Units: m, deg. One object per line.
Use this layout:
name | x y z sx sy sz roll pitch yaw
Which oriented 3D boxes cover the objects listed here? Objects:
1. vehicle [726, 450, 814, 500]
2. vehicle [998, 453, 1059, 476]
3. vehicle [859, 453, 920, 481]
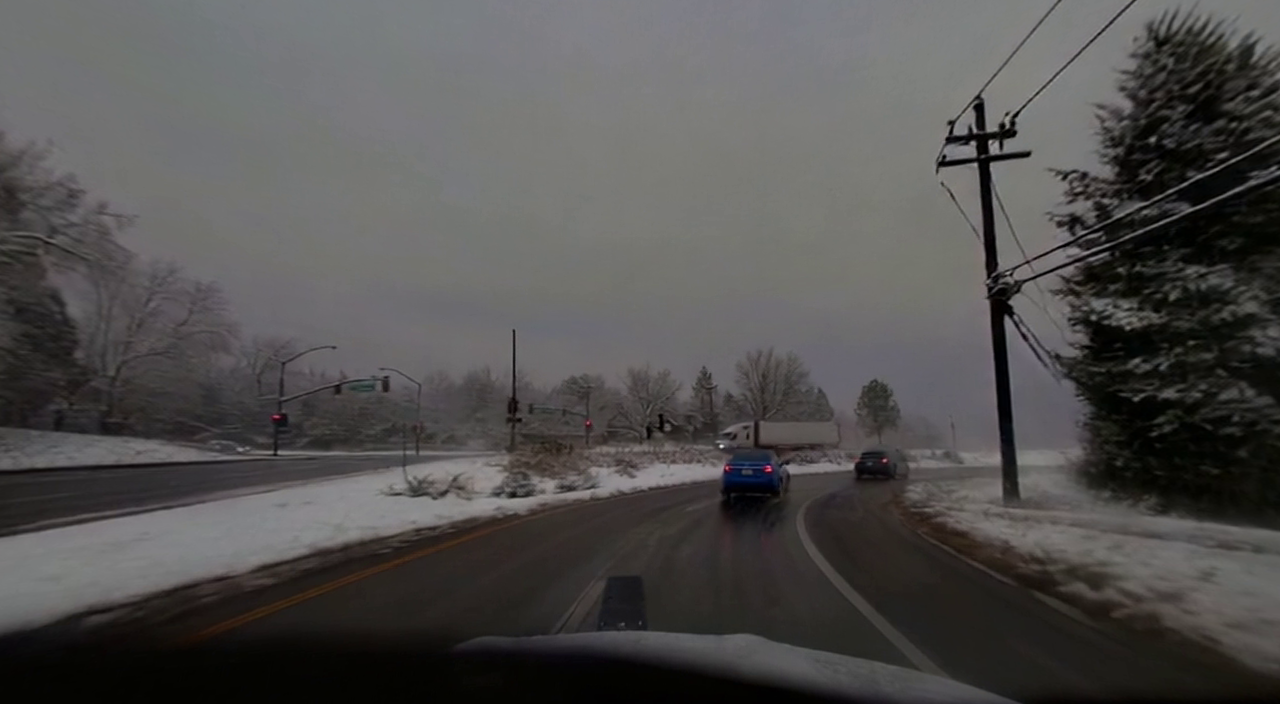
vehicle | 4.342 3.925 20.556 2.026 1.407 4.374 -4 -9 21
vehicle | 28.785 8.312 46.683 4.102 1.552 1.931 4 -10 -29
vehicle | 14.313 6.520 36.072 1.836 1.465 4.307 -8 -12 41
